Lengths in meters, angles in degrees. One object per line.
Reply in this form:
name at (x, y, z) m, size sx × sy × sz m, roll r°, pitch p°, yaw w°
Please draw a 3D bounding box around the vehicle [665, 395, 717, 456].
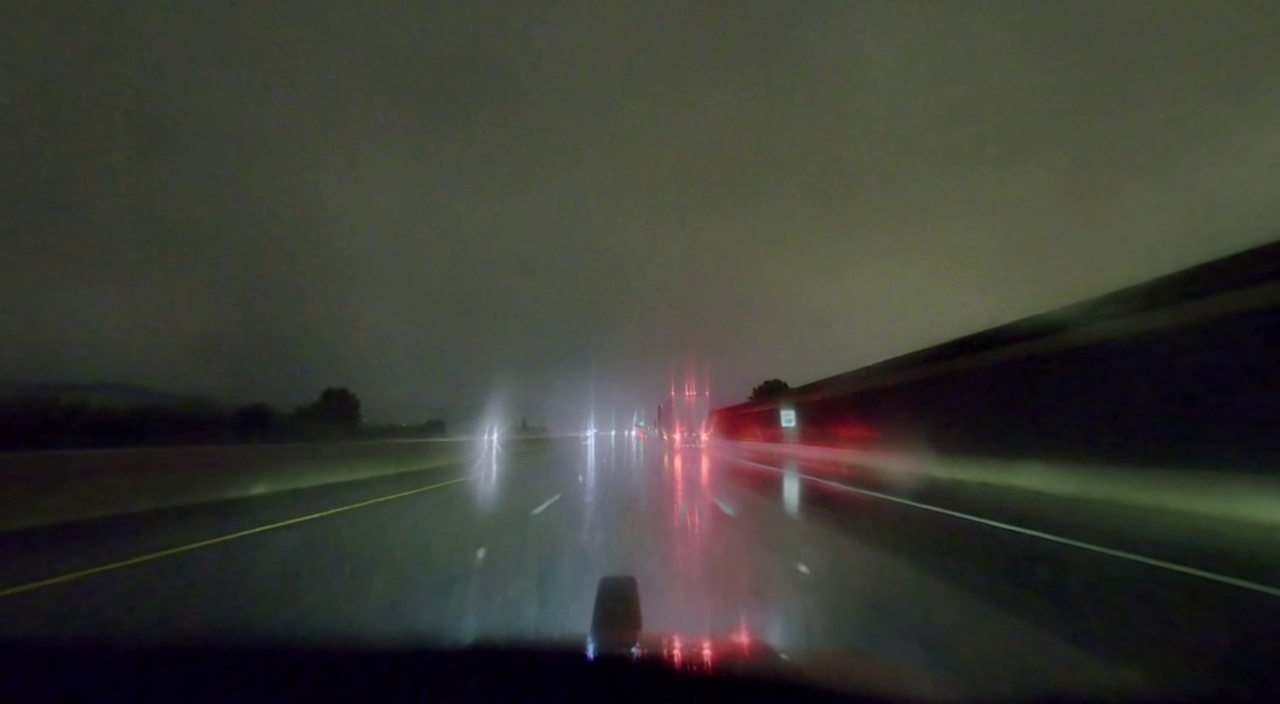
vehicle at (3.485, 5.358, 45.229) m, size 2.859 × 3.981 × 8.596 m, roll 0°, pitch -8°, yaw -1°
